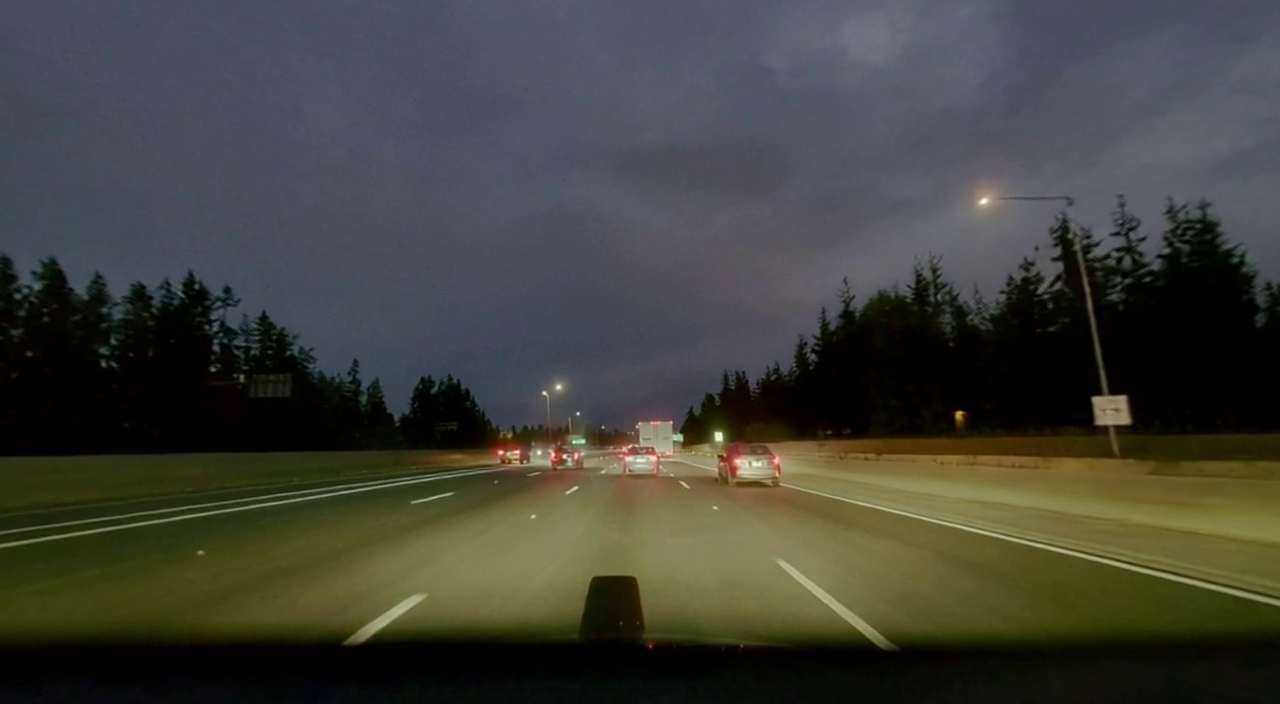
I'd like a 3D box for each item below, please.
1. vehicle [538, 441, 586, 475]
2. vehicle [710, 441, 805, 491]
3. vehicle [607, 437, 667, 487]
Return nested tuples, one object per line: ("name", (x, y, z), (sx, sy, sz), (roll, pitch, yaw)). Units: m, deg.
("vehicle", (-4.099, 5.642, 33.918), (1.988, 1.696, 4.754), (0, -9, 0))
("vehicle", (3.760, 3.748, 21.157), (2.146, 1.482, 4.665), (0, -9, -2))
("vehicle", (-0.132, 4.152, 24.236), (2.103, 1.717, 4.399), (0, -9, -1))
